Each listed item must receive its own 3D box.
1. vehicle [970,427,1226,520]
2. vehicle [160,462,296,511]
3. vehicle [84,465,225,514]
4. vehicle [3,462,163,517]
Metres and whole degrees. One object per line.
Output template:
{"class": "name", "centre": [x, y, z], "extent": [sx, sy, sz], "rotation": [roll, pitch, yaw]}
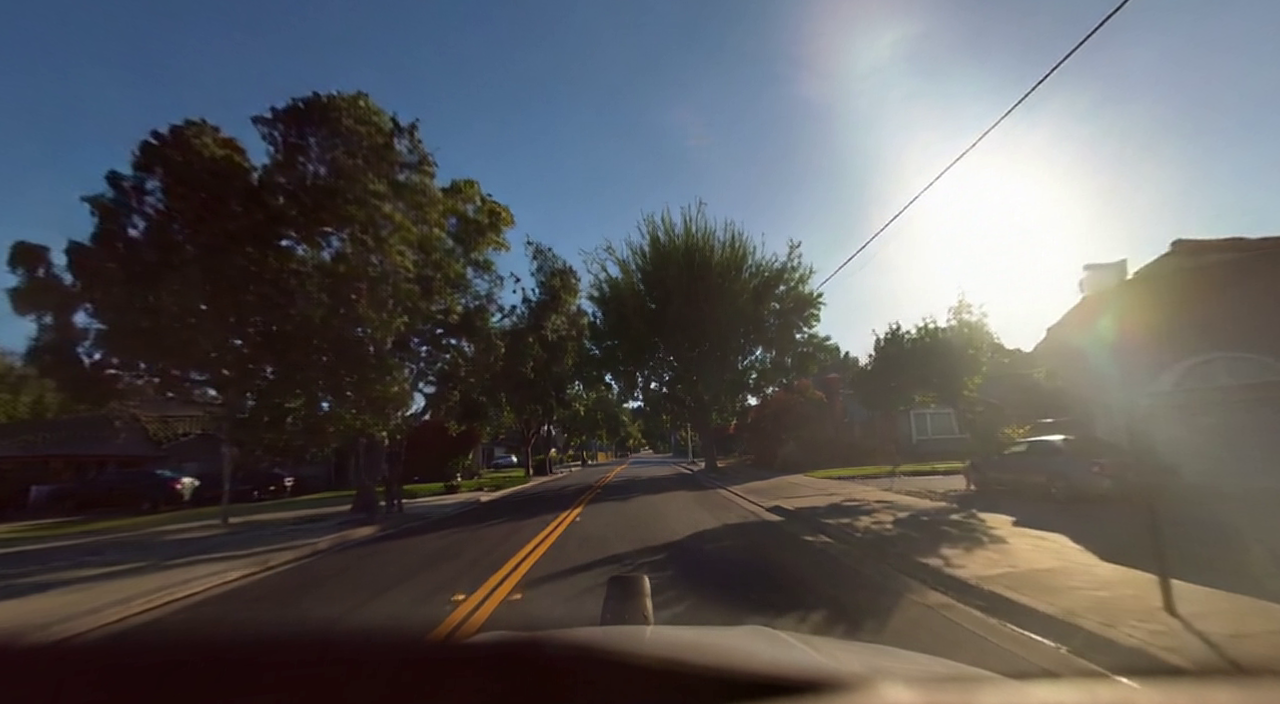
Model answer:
{"class": "vehicle", "centre": [8.601, 2.231, 12.413], "extent": [1.806, 1.496, 4.164], "rotation": [0, -7, -2]}
{"class": "vehicle", "centre": [-15.054, 4.909, 23.431], "extent": [1.830, 1.495, 4.641], "rotation": [0, -8, 1]}
{"class": "vehicle", "centre": [-17.902, 5.051, 23.550], "extent": [1.903, 1.500, 4.214], "rotation": [0, -8, 0]}
{"class": "vehicle", "centre": [-20.502, 5.045, 23.529], "extent": [1.909, 1.691, 4.499], "rotation": [0, -8, -1]}
